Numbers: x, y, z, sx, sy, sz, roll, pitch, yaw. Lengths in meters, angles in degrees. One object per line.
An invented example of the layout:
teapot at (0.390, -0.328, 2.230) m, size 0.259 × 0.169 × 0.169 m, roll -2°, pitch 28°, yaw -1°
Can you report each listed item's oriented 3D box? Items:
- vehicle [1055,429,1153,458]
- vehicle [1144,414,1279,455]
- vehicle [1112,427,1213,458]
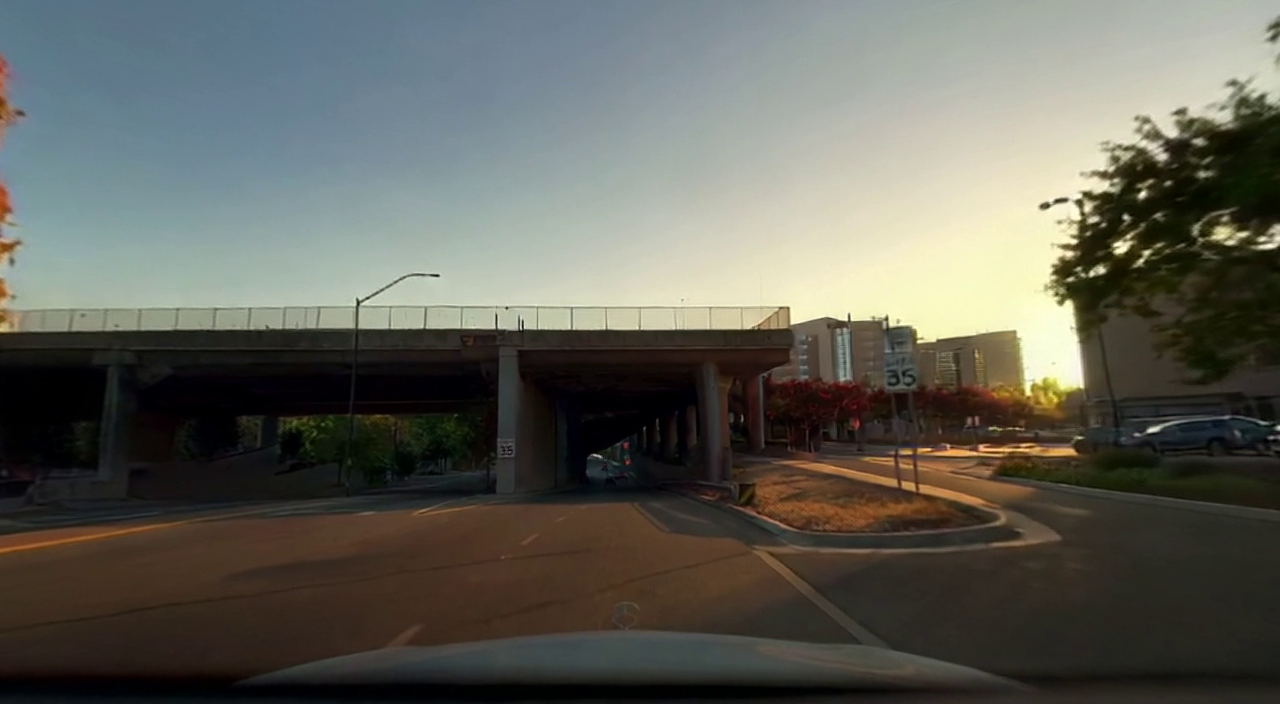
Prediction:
vehicle at (25.119, 4.981, 34.403) m, size 1.931 × 1.465 × 4.207 m, roll 0°, pitch -8°, yaw -3°
vehicle at (31.025, 4.472, 34.325) m, size 2.791 × 2.013 × 5.162 m, roll 0°, pitch -8°, yaw -3°
vehicle at (27.813, 4.832, 33.809) m, size 1.901 × 1.525 × 3.948 m, roll 0°, pitch -7°, yaw -2°
